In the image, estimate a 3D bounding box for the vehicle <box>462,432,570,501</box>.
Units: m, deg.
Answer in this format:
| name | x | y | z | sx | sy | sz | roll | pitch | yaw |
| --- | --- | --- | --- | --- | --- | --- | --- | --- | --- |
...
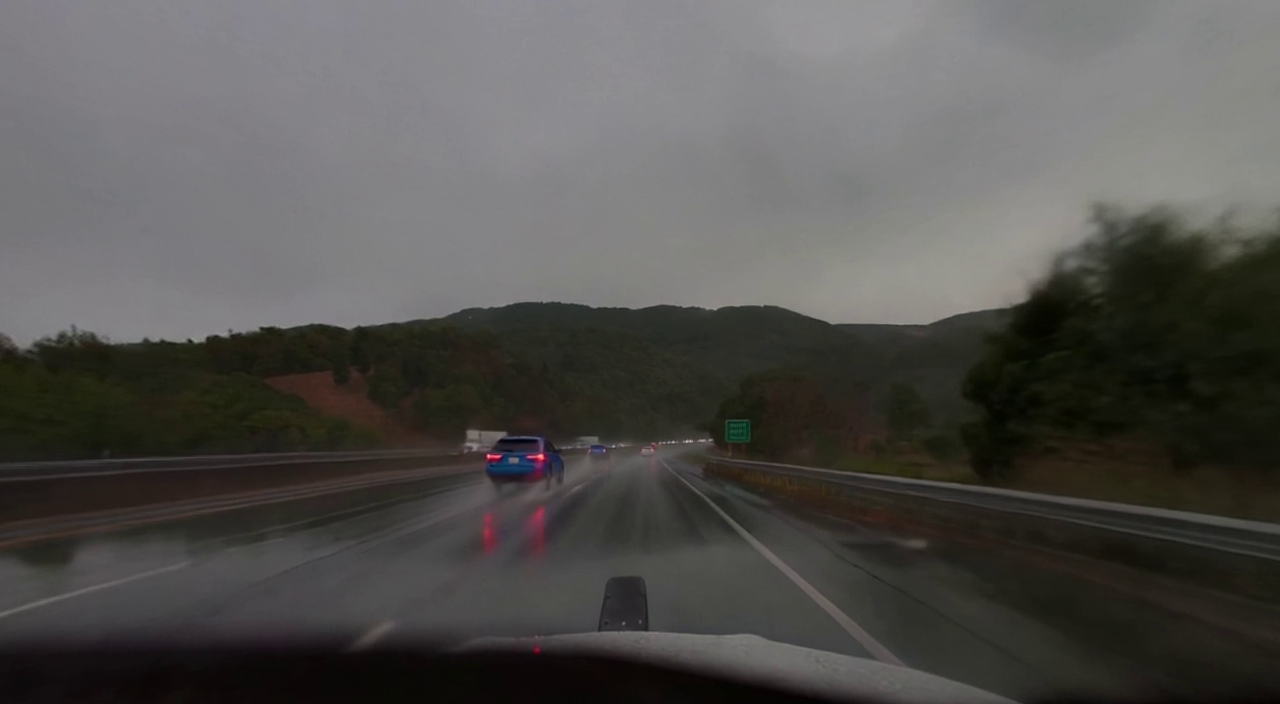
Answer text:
| name | x | y | z | sx | sy | sz | roll | pitch | yaw |
| --- | --- | --- | --- | --- | --- | --- | --- | --- | --- |
| vehicle | -3.405 | 3.232 | 18.280 | 2.138 | 1.718 | 4.415 | -1 | -8 | 1 |
